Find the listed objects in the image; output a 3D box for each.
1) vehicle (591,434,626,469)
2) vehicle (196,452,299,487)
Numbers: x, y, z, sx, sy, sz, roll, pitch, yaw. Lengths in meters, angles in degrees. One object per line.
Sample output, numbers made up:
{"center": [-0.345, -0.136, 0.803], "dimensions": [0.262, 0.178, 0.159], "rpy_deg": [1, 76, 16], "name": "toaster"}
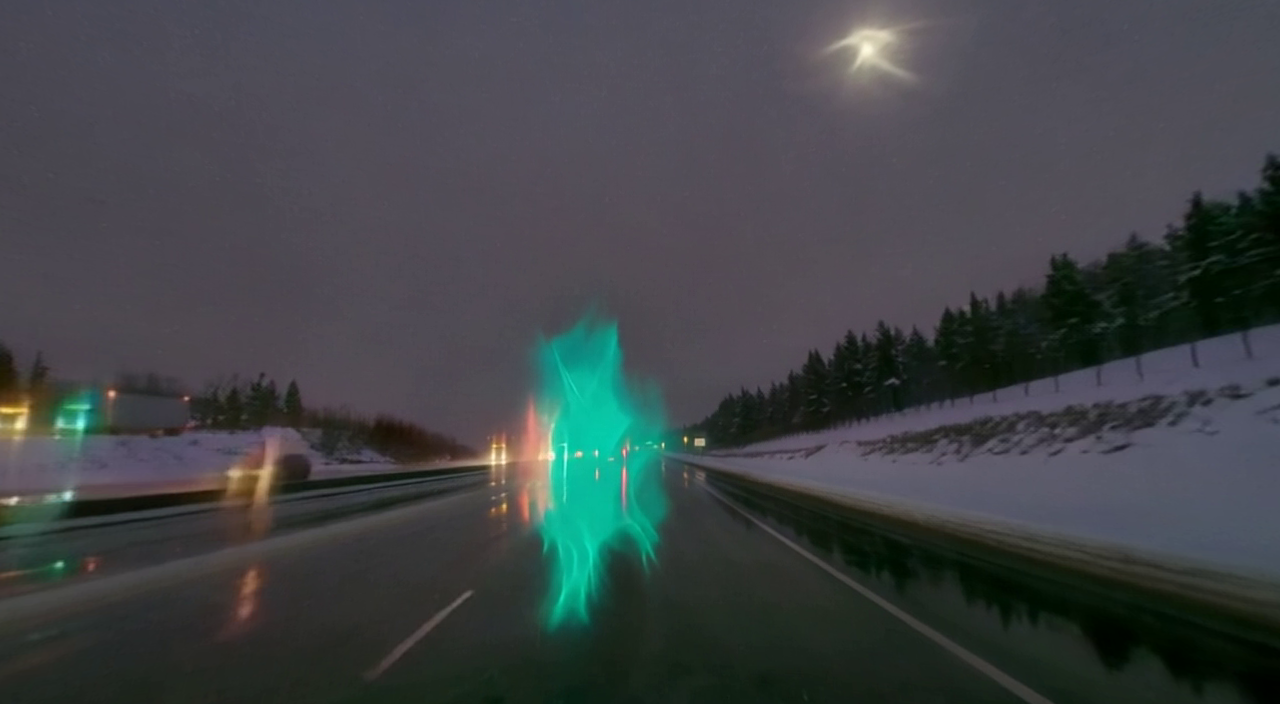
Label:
{"center": [-2.369, 7.794, 49.595], "dimensions": [2.437, 2.565, 5.829], "rpy_deg": [0, -9, 0], "name": "vehicle"}
{"center": [-18.569, 5.546, 30.171], "dimensions": [1.851, 1.488, 4.707], "rpy_deg": [0, -9, 1], "name": "vehicle"}
